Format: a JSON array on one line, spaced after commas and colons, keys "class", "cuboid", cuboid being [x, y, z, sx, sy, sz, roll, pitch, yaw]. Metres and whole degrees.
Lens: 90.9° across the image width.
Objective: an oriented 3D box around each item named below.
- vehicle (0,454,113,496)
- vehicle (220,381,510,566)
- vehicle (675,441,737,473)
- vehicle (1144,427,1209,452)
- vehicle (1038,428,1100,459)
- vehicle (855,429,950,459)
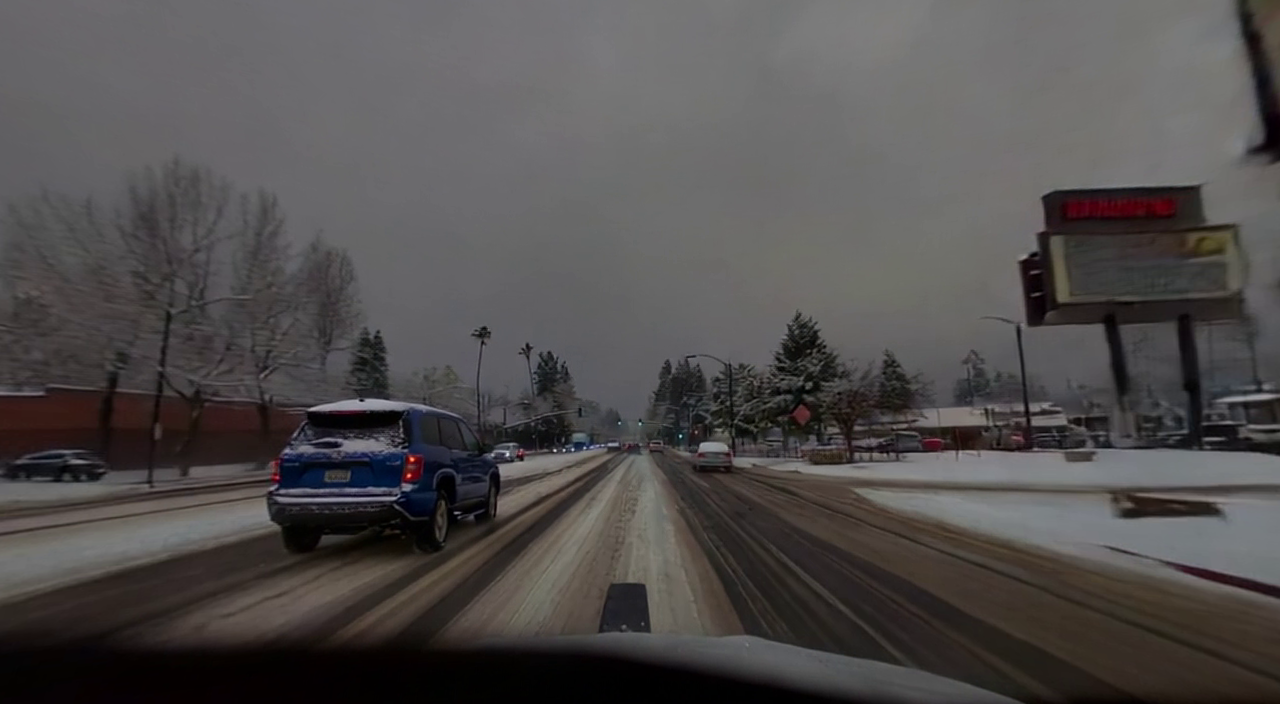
[{"class": "vehicle", "cuboid": [-25.586, 5.228, 26.980, 4.238, 1.584, 1.949, 3, -9, -28]}, {"class": "vehicle", "cuboid": [-3.449, 1.644, 9.162, 2.152, 1.987, 4.527, 0, -9, 0]}, {"class": "vehicle", "cuboid": [3.256, 5.283, 31.952, 1.919, 1.472, 4.470, 1, -9, -10]}, {"class": "vehicle", "cuboid": [36.774, 6.010, 43.336, 1.982, 1.611, 4.314, -4, -9, 21]}, {"class": "vehicle", "cuboid": [26.831, 5.762, 39.555, 1.993, 1.806, 4.813, -3, -9, 20]}, {"class": "vehicle", "cuboid": [15.352, 5.412, 36.997, 4.705, 1.630, 1.887, -8, -11, 41]}]
